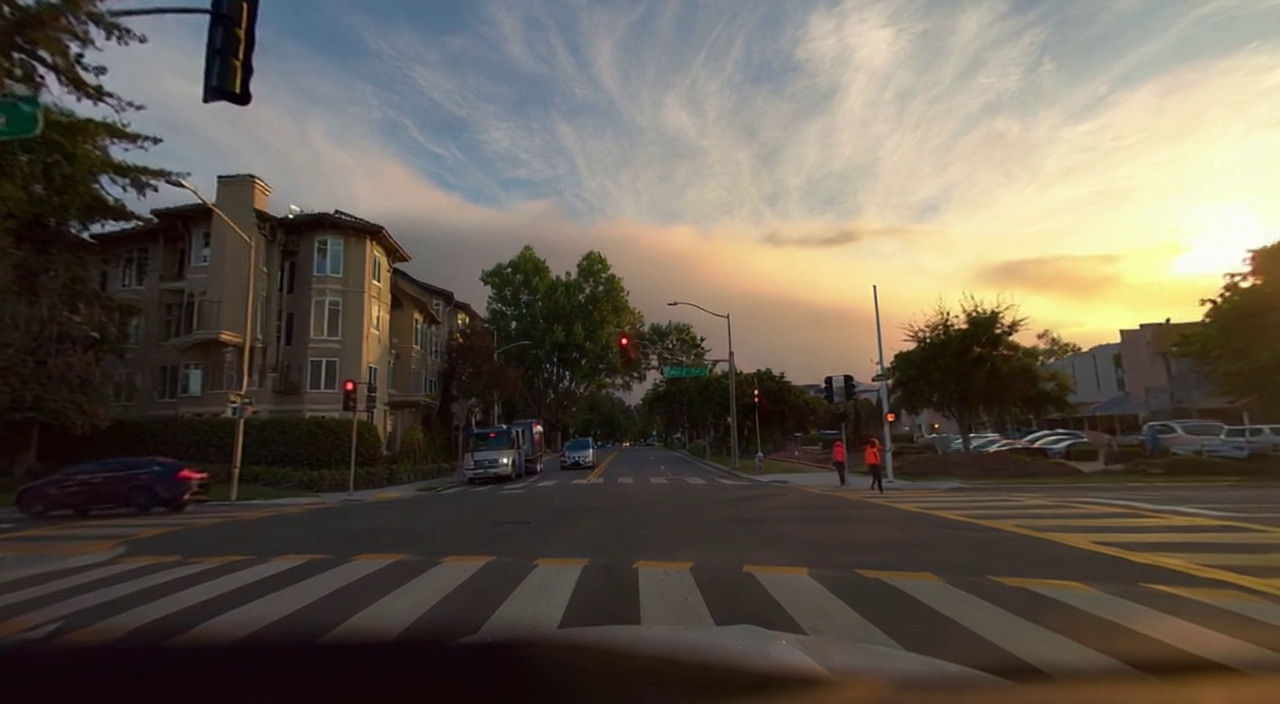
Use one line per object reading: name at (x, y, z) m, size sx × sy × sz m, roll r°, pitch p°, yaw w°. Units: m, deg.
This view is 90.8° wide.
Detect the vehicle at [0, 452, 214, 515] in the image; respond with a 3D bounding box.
vehicle at (-14.590, 3.530, 17.218) m, size 4.497 × 1.579 × 1.952 m, roll 0°, pitch -9°, yaw -1°

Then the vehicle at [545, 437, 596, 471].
vehicle at (-3.715, 5.589, 34.619) m, size 2.302 × 1.708 × 4.764 m, roll 0°, pitch -9°, yaw -1°

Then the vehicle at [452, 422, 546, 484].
vehicle at (-6.479, 4.801, 30.248) m, size 2.896 × 2.560 × 7.322 m, roll 0°, pitch -9°, yaw -1°

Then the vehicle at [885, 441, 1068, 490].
vehicle at (11.236, 3.795, 21.447) m, size 5.158 × 1.470 × 2.012 m, roll -4°, pitch -10°, yaw 26°

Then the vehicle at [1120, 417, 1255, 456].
vehicle at (33.275, 5.162, 38.521) m, size 5.969 × 2.225 × 2.458 m, roll 0°, pitch -9°, yaw -4°
